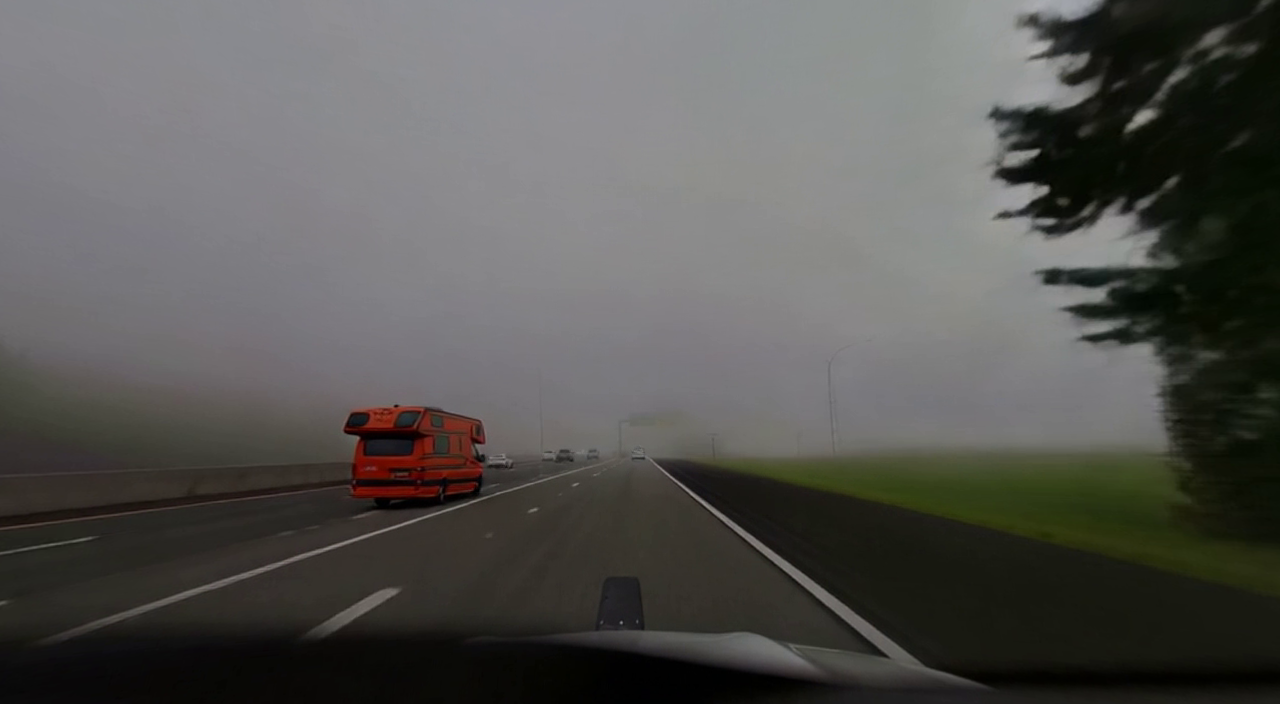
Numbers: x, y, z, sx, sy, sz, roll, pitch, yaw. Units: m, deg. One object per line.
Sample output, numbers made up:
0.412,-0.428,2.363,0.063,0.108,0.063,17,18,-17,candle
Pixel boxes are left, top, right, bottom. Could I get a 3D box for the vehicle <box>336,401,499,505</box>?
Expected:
-7.190,3.444,21.784,2.747,2.934,7.411,0,-9,2,vehicle
